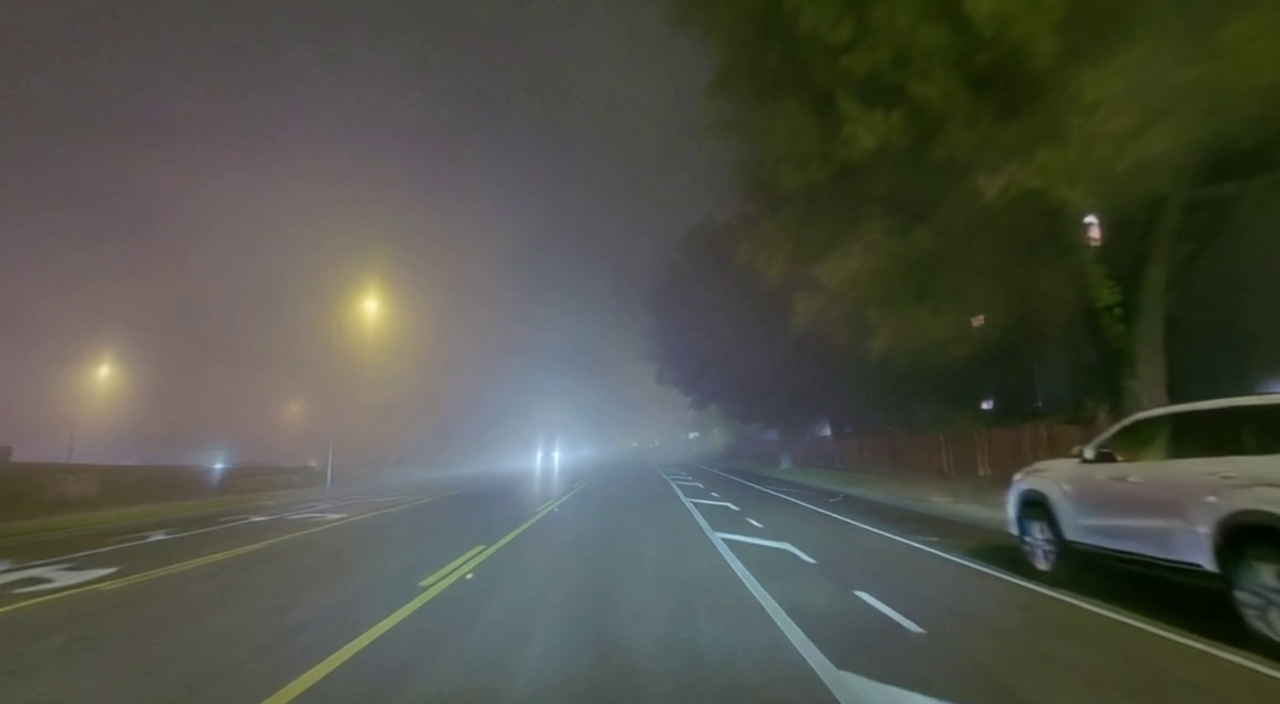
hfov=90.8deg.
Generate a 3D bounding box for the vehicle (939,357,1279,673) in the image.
[{"bbox_3d":[4.830,1.188,5.264,2.115,1.843,5.141,0,-8,0],"label":"vehicle"}]
